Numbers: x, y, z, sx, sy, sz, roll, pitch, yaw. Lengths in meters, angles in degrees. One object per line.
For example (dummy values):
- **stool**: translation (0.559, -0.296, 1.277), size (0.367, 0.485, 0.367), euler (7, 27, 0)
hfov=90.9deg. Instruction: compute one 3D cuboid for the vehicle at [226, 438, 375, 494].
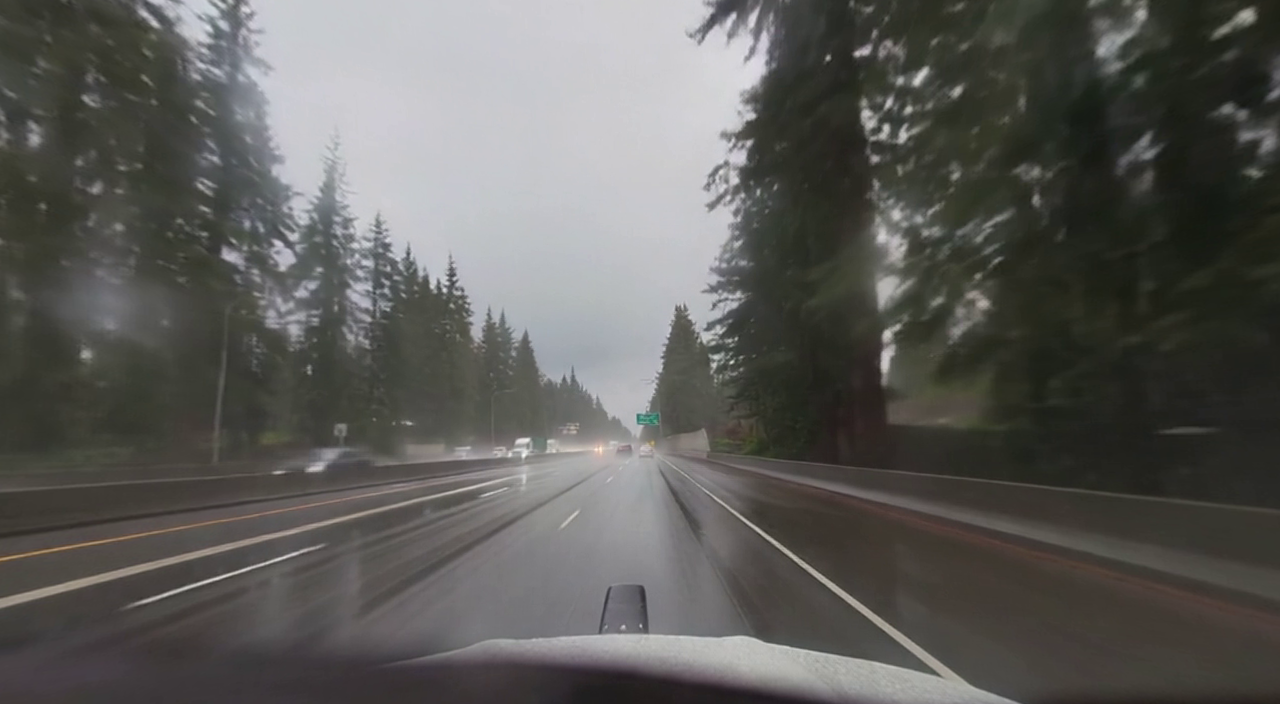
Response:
- **vehicle**: translation (-11.278, 3.774, 21.526), size (2.108, 1.652, 5.278), euler (0, -8, 1)
